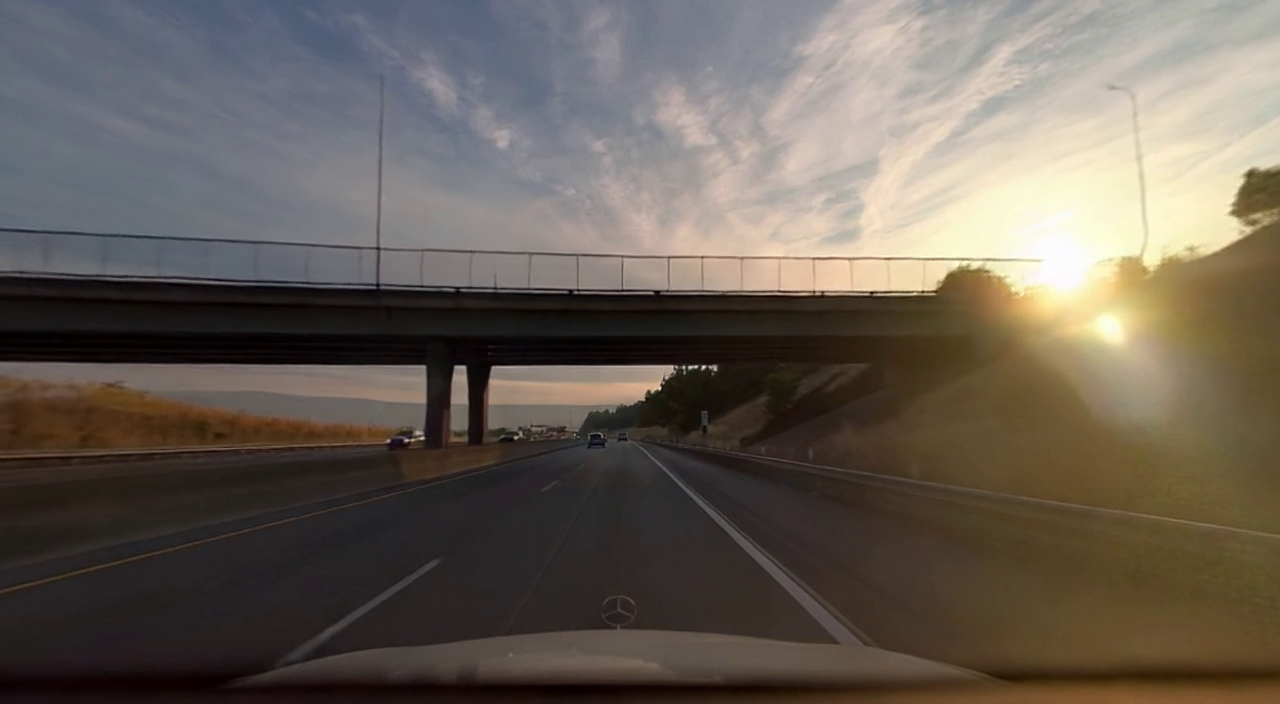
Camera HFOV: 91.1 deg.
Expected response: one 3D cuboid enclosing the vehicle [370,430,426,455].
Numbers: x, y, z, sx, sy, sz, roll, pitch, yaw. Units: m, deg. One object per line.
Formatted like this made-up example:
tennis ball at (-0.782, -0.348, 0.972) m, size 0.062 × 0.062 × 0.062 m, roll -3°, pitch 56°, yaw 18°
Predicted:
vehicle at (-15.783, 5.911, 41.265) m, size 1.879 × 1.483 × 4.596 m, roll 0°, pitch -8°, yaw 0°
